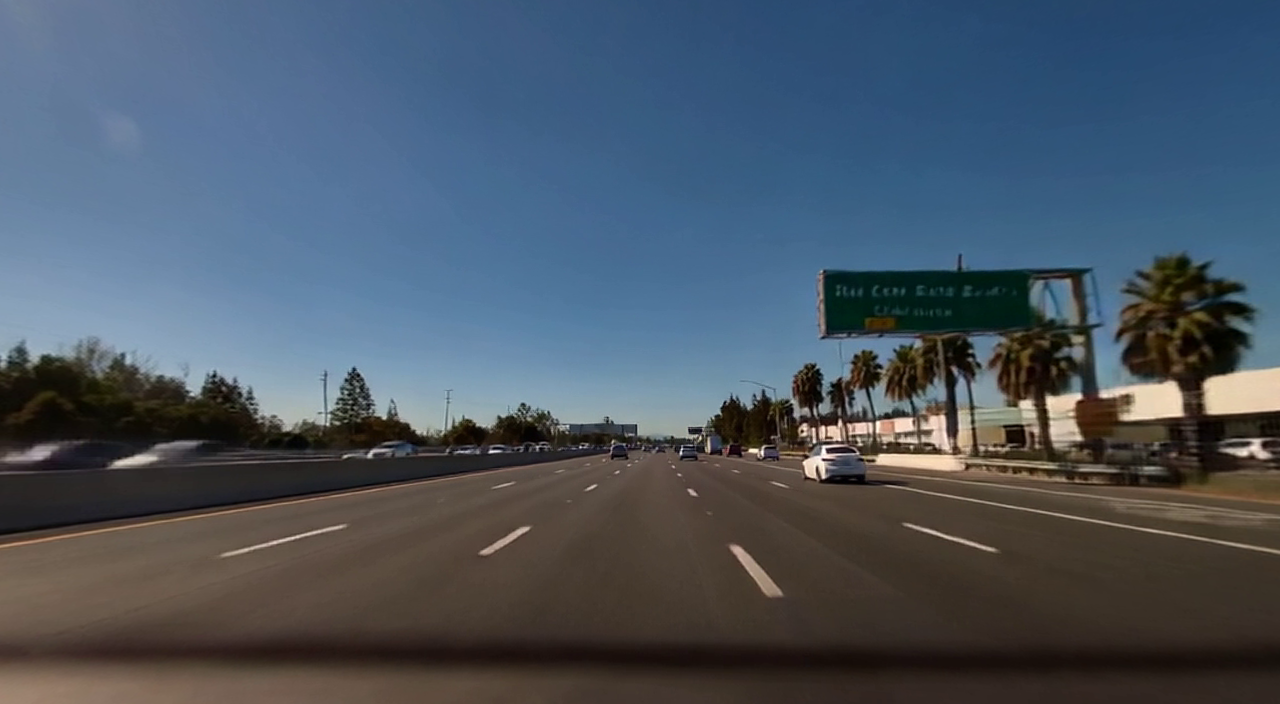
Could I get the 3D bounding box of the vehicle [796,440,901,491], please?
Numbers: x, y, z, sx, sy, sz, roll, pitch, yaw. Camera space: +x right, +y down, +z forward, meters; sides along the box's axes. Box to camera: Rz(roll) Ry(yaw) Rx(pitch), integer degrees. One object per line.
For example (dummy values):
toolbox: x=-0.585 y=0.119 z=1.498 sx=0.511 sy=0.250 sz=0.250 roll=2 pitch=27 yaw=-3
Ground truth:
vehicle: x=7.002 y=3.851 z=21.762 sx=2.071 sy=1.543 sz=4.702 roll=0 pitch=-8 yaw=1

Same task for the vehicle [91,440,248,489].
vehicle: x=-15.776 y=3.778 z=21.514 sx=1.884 sy=1.475 sz=4.400 roll=-1 pitch=-8 yaw=2
